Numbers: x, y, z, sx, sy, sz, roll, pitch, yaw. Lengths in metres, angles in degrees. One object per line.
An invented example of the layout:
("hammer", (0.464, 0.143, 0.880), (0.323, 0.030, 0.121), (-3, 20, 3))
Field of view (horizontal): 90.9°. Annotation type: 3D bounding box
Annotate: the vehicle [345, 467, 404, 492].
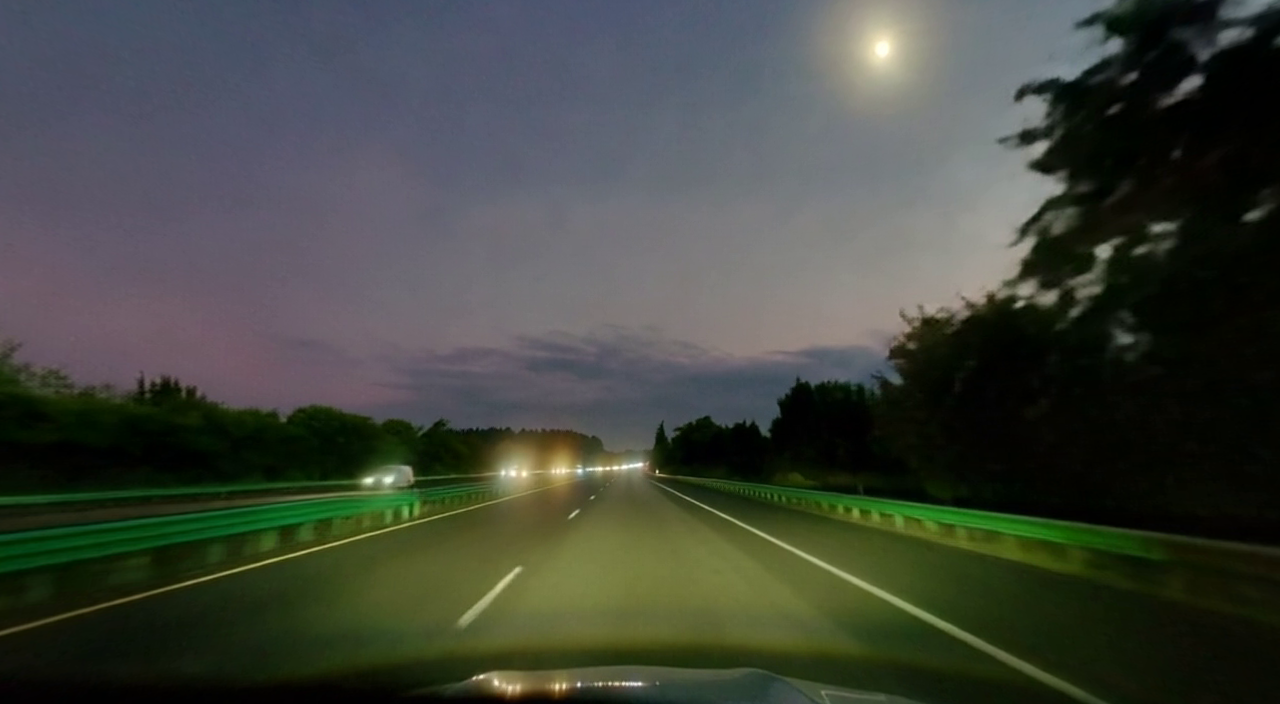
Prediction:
("vehicle", (-16.815, 8.115, 40.153), (1.897, 1.465, 4.352), (1, -11, -1))
